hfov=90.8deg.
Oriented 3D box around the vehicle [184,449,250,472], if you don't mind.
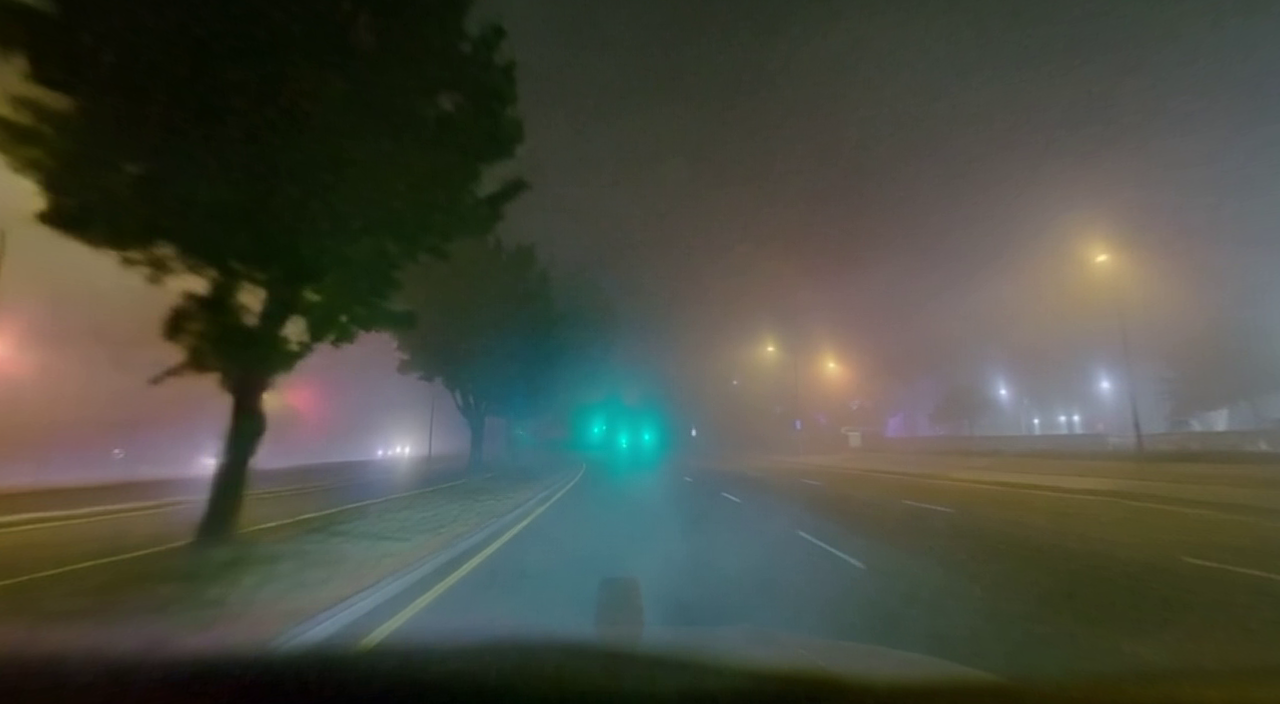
[{"bbox_3d":[-29.467,7.519,44.184,1.863,1.468,4.560,1,-8,-6],"label":"vehicle"}]
